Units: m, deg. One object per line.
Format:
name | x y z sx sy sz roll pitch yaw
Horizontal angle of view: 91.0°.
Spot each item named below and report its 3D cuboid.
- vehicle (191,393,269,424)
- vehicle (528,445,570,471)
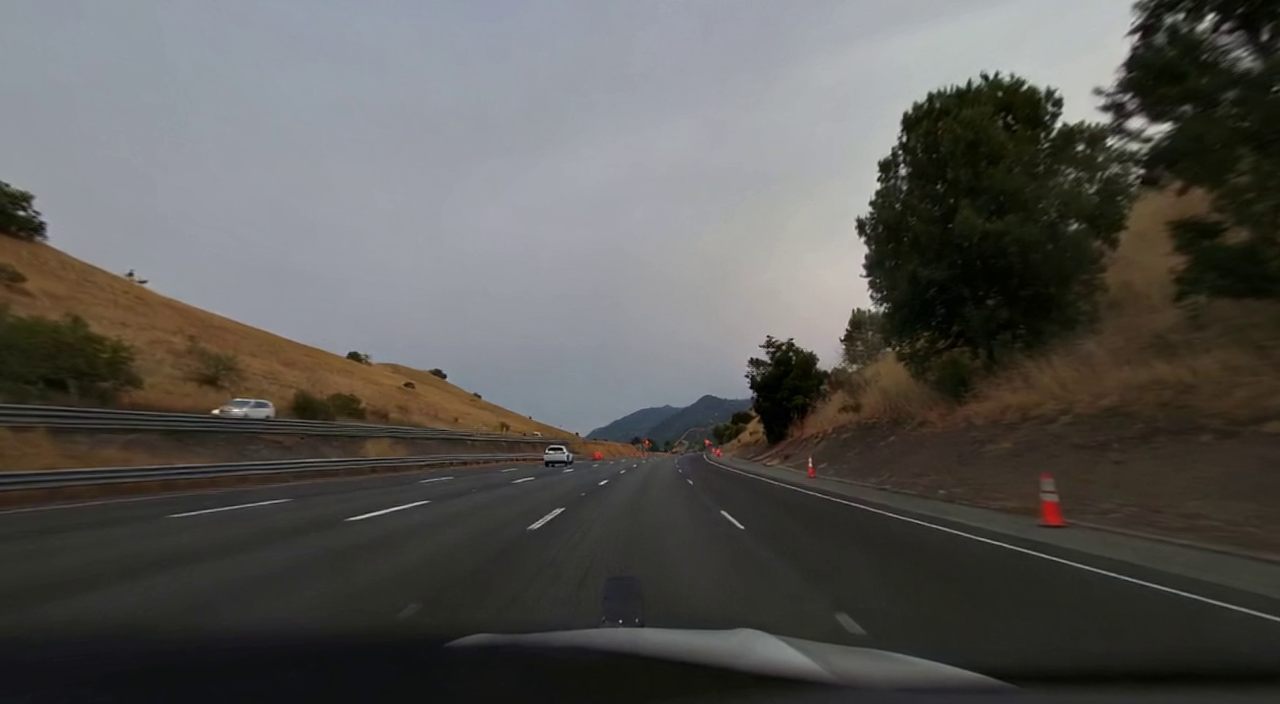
vehicle | -25.654 3.623 39.623 1.820 1.683 4.493 -1 -9 1
vehicle | -5.953 6.970 41.528 2.042 1.585 4.162 0 -9 1
